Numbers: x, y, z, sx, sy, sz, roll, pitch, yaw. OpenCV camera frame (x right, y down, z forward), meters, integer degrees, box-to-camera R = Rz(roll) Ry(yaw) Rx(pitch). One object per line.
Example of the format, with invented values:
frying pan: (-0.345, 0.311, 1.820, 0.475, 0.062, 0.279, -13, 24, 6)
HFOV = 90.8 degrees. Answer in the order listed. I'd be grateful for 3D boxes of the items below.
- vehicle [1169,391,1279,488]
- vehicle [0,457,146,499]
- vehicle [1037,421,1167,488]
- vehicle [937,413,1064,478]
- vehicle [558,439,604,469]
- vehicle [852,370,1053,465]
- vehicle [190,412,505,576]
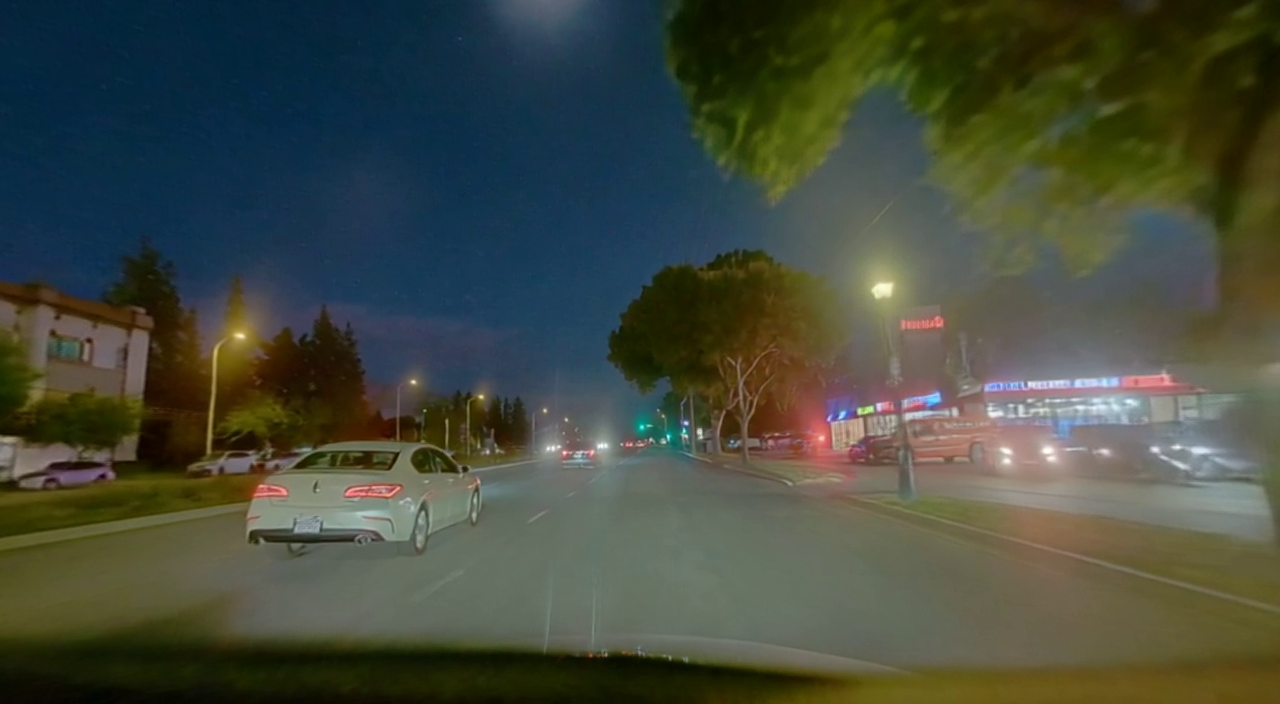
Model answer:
vehicle: (14.830, 2.188, 15.718, 2.031, 2.064, 4.681, -8, -12, 43)
vehicle: (-25.291, 5.364, 26.917, 2.650, 1.471, 7.080, -4, -9, 2)
vehicle: (12.358, 2.686, 16.768, 2.090, 1.501, 4.732, -8, -12, 43)
vehicle: (11.917, 3.045, 20.701, 5.297, 1.843, 2.097, 8, -12, -44)
vehicle: (-3.151, 5.529, 34.364, 1.955, 1.461, 4.396, -1, -9, 2)
vehicle: (15.412, 3.321, 31.728, 8.300, 4.310, 2.832, -2, -8, 1)
vehicle: (-3.501, 1.803, 8.818, 2.126, 1.655, 4.560, -1, -9, 1)
